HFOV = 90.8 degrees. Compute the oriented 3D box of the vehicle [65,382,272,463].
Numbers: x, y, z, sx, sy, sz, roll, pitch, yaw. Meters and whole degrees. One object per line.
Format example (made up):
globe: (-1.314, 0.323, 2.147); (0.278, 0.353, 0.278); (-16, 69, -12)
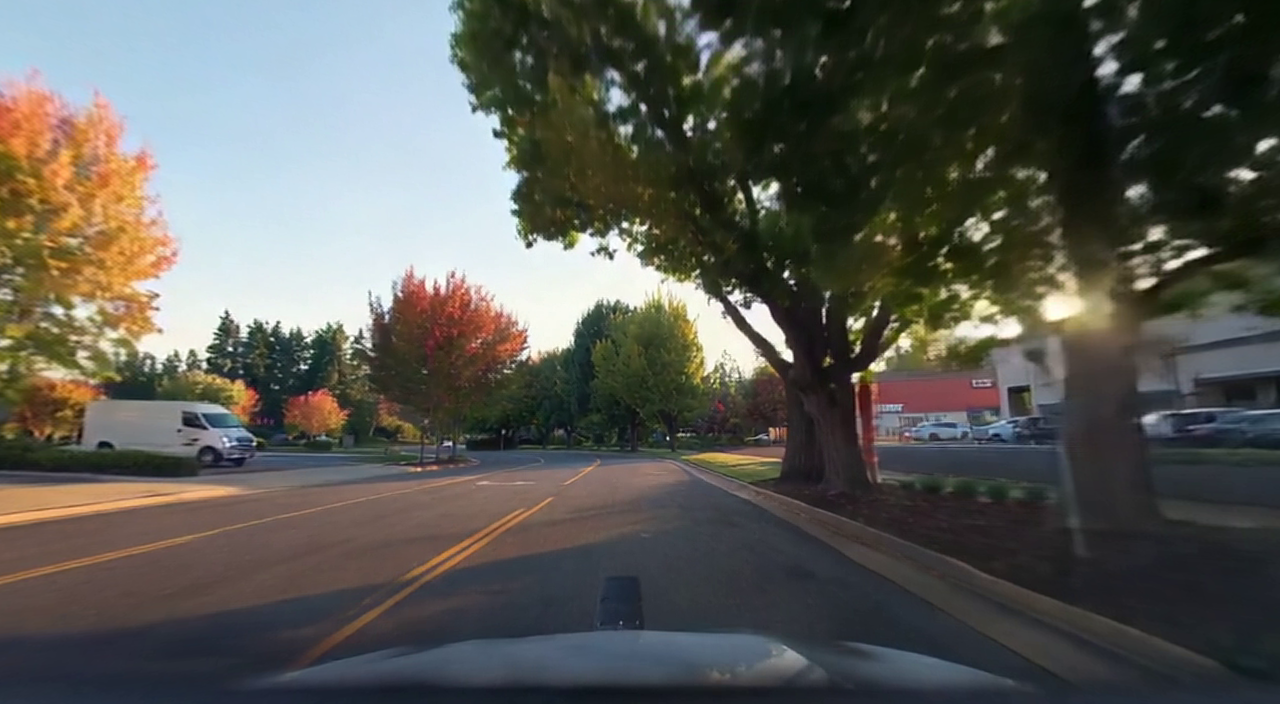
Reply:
vehicle: (-19.840, 3.012, 26.894); (6.595, 3.267, 2.535); (0, -8, 0)
